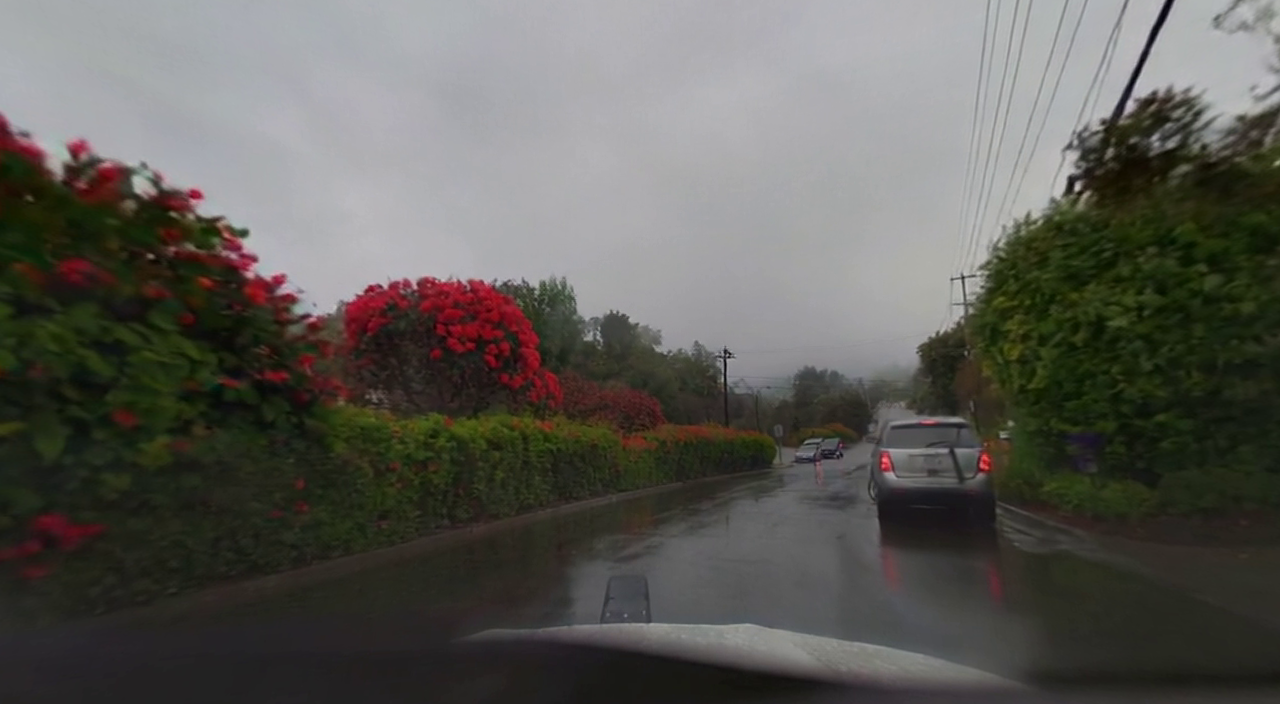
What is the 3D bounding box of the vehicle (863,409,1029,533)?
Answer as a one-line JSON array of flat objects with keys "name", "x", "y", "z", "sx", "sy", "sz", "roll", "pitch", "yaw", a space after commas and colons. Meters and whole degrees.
[{"name": "vehicle", "x": 5.824, "y": 2.290, "z": 12.829, "sx": 2.311, "sy": 1.909, "sz": 5.570, "roll": -3, "pitch": -9, "yaw": 19}]
